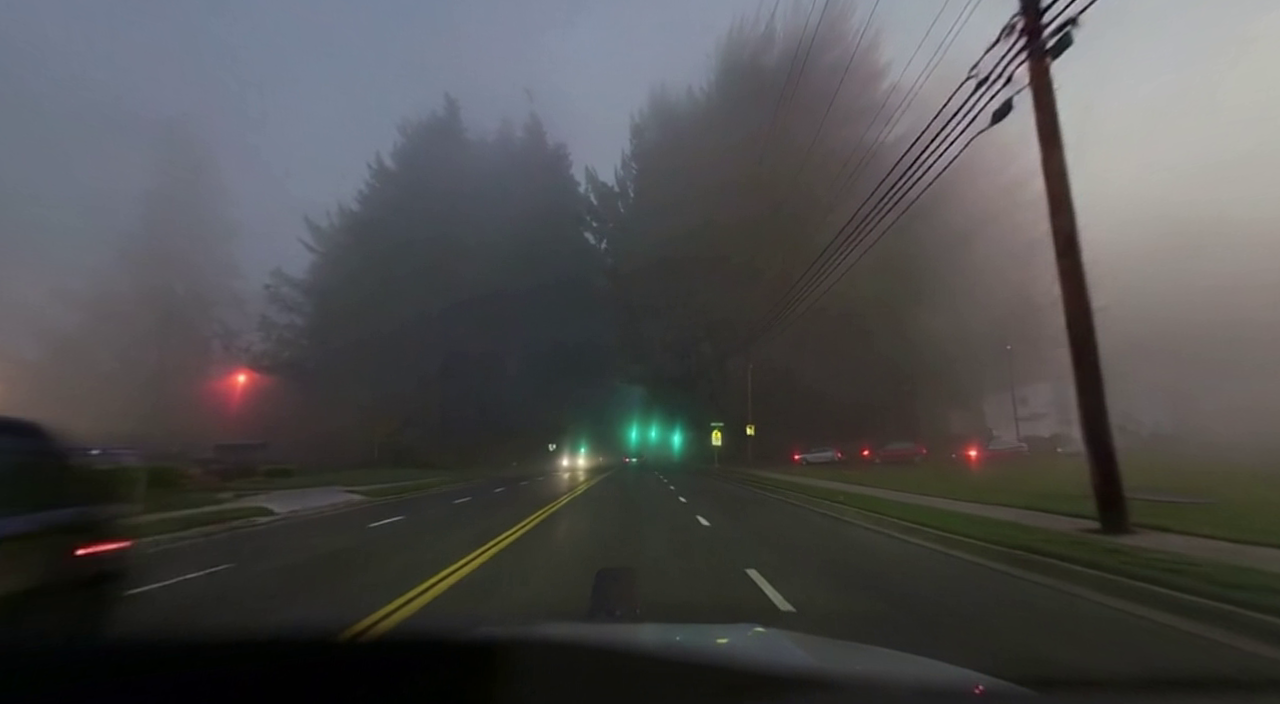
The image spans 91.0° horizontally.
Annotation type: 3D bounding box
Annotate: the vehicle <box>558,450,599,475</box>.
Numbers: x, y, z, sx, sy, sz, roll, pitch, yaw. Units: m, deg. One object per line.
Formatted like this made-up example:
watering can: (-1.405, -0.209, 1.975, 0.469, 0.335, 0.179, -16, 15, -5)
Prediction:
vehicle: (-3.781, 6.877, 39.442, 2.030, 1.490, 4.427, 0, -9, 1)

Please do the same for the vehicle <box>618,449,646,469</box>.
vehicle: (-0.614, 8.342, 49.367, 2.093, 1.497, 4.010, 0, -9, -1)

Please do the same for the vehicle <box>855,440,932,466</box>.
vehicle: (18.201, 7.270, 45.370, 4.633, 1.823, 1.953, 0, -9, -1)

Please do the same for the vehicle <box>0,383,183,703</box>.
vehicle: (-3.525, 0.742, 1.136, 2.017, 1.634, 4.479, 0, -9, 0)
